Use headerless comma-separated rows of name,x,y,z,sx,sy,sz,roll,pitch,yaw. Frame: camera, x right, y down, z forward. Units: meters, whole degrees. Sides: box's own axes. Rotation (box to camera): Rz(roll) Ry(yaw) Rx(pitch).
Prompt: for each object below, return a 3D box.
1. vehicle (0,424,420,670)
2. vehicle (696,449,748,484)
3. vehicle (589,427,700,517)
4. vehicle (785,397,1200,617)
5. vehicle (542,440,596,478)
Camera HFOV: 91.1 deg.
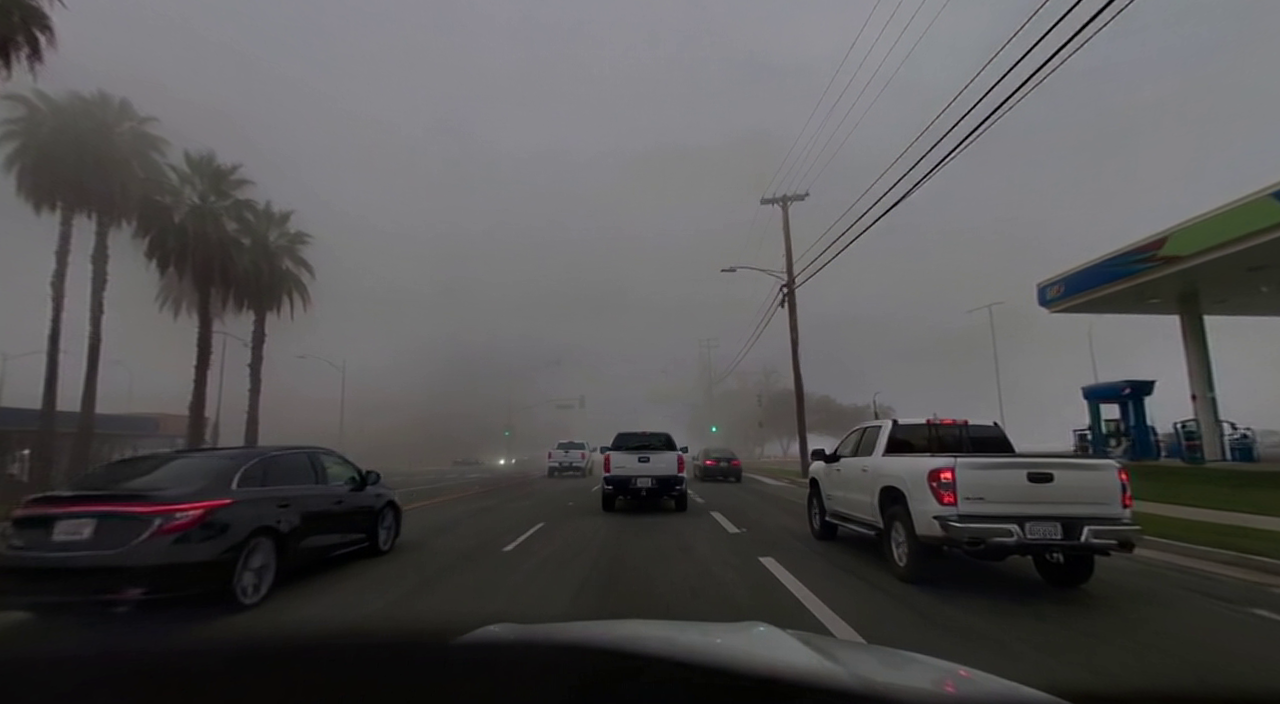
vehicle,-4.088,1.561,6.314,1.983,1.502,4.720,0,-8,1
vehicle,3.648,5.153,28.521,1.901,1.401,3.965,0,-8,1
vehicle,0.140,2.882,15.747,2.295,1.835,5.471,0,-8,1
vehicle,3.597,1.702,8.086,2.120,1.828,5.531,0,-8,0
vehicle,-3.574,5.509,32.511,2.071,1.811,4.605,0,-8,2
